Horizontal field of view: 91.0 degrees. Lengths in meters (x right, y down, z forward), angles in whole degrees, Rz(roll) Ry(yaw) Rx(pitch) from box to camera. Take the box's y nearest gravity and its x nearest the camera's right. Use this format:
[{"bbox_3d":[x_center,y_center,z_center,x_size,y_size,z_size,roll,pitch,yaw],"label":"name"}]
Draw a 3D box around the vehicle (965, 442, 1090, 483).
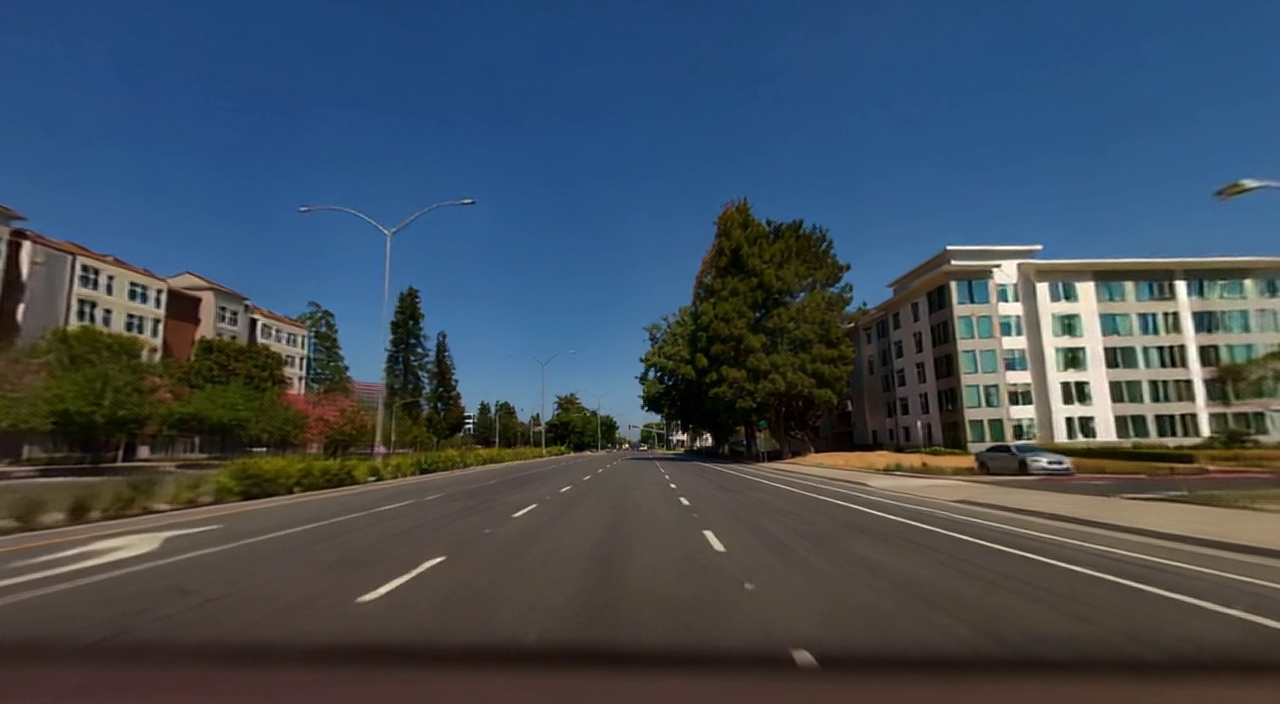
[{"bbox_3d":[15.415,4.391,25.411,1.931,1.475,4.671,0,-9,-3],"label":"vehicle"}]
